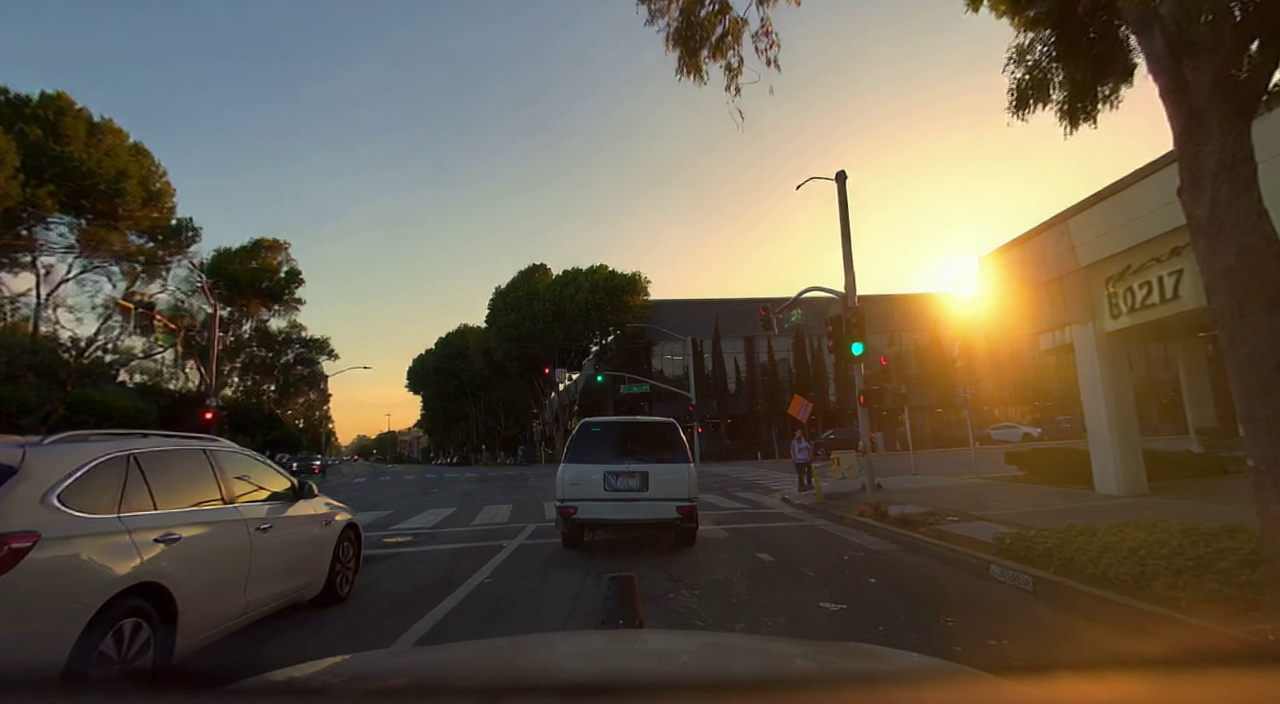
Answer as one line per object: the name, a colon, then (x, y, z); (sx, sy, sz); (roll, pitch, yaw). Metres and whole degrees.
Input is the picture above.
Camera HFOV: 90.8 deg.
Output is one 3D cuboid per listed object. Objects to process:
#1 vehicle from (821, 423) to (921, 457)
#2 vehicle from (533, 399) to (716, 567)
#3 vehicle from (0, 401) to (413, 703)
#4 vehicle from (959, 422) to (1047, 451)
vehicle: (12.817, 4.902, 35.095); (4.872, 1.806, 2.107); (3, -9, -19)
vehicle: (-0.178, 1.798, 9.347); (2.059, 1.877, 4.249); (0, -8, 0)
vehicle: (-3.379, 1.258, 4.552); (2.011, 1.527, 4.008); (0, -8, -1)
vehicle: (19.792, 4.627, 34.465); (3.830, 1.545, 2.006); (3, -9, -19)
